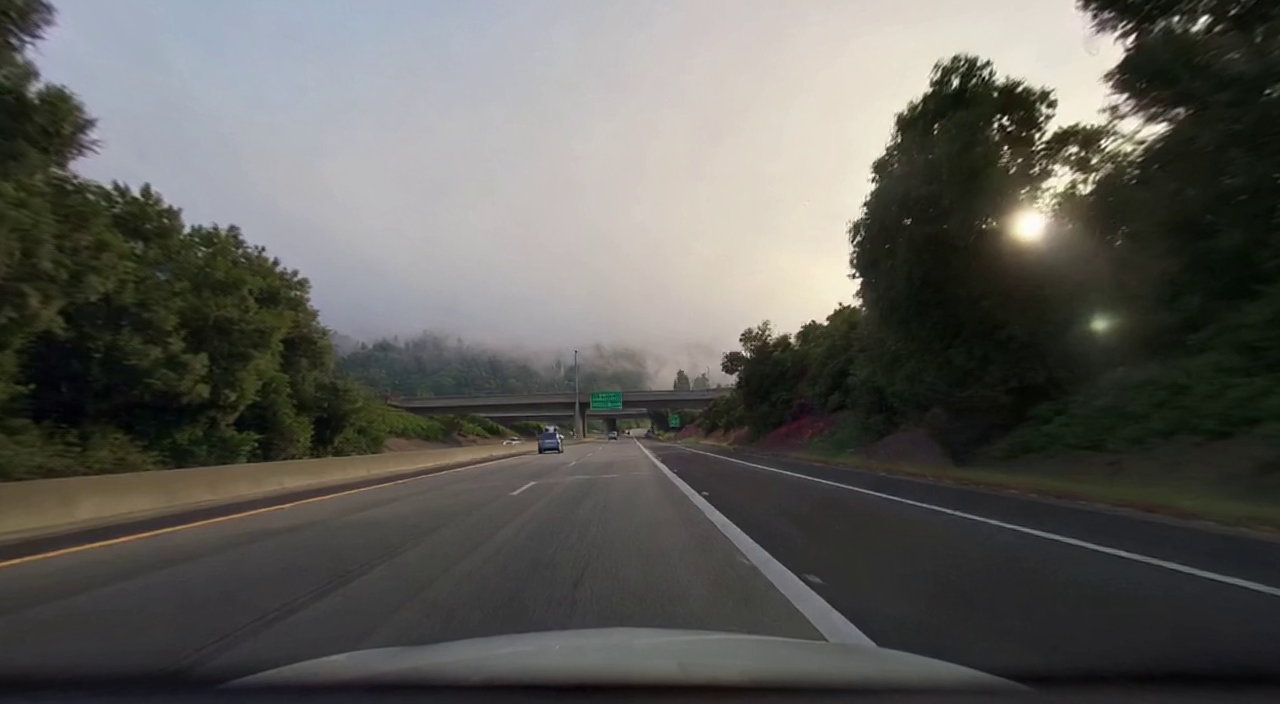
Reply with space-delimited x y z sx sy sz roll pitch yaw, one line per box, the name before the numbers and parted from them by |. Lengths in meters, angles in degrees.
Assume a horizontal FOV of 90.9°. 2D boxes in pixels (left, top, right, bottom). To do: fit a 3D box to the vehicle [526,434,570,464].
vehicle | -4.950 5.245 34.353 1.871 1.489 4.093 0 -8 -1
